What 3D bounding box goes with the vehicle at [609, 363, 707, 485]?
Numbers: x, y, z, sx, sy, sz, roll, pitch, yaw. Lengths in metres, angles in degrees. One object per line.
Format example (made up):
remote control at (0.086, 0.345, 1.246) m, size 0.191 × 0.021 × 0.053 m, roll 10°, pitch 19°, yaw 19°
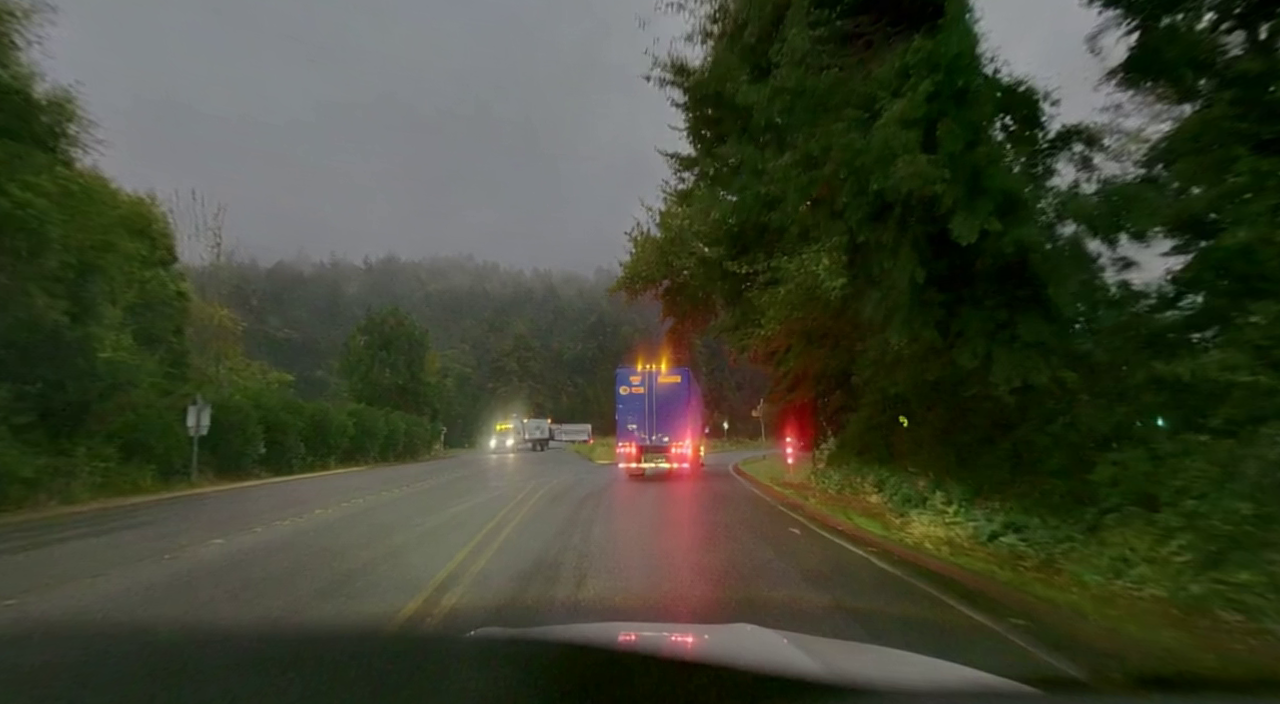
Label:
vehicle at (0.805, 2.799, 23.730) m, size 2.937 × 3.647 × 9.344 m, roll -1°, pitch -8°, yaw 3°
